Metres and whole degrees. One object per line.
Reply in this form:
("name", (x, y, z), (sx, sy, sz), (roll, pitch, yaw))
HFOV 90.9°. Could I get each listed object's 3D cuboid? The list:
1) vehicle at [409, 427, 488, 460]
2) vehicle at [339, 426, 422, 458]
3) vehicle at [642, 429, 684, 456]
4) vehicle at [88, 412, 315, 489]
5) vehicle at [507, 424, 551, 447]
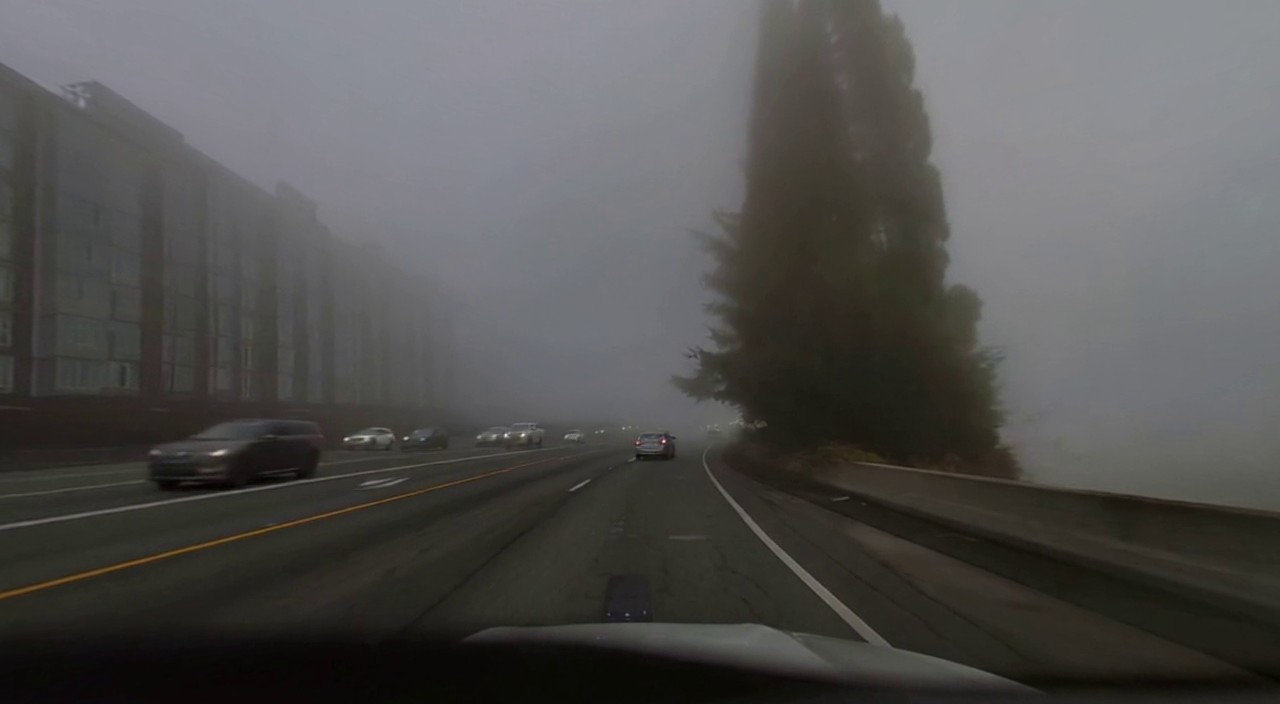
("vehicle", (-9.237, 4.473, 30.826), (2.020, 1.470, 4.639), (-1, -8, 6))
("vehicle", (-13.128, 4.616, 32.239), (1.930, 1.480, 4.663), (-1, -8, 5))
("vehicle", (1.405, 5.339, 37.073), (2.035, 1.460, 4.497), (-2, -8, 7))
("vehicle", (-10.203, 2.360, 15.265), (1.943, 1.536, 4.656), (-1, -8, 3))
("vehicle", (-8.037, 6.153, 46.023), (1.982, 1.586, 4.452), (-1, -8, 7))
